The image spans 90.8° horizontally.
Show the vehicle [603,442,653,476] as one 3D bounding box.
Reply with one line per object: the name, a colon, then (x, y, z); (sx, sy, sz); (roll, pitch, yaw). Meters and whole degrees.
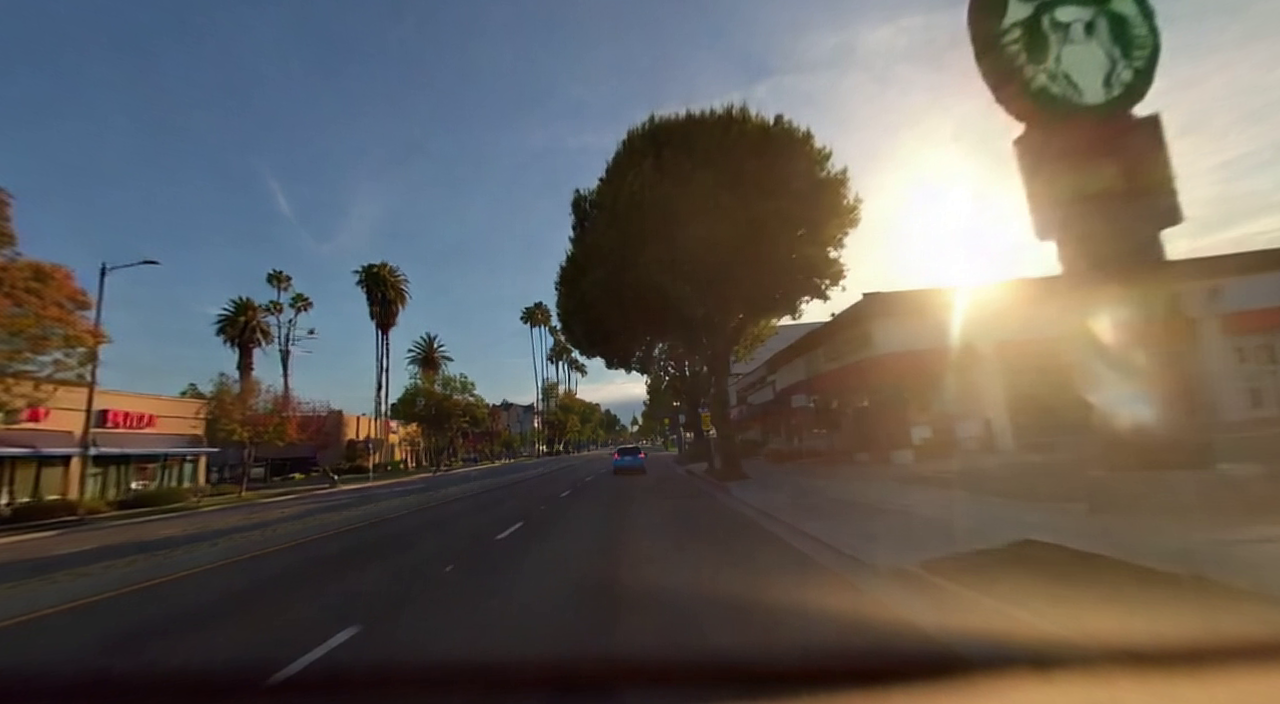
vehicle: (-0.550, 4.934, 29.542); (2.156, 1.462, 4.495); (0, -8, 0)
